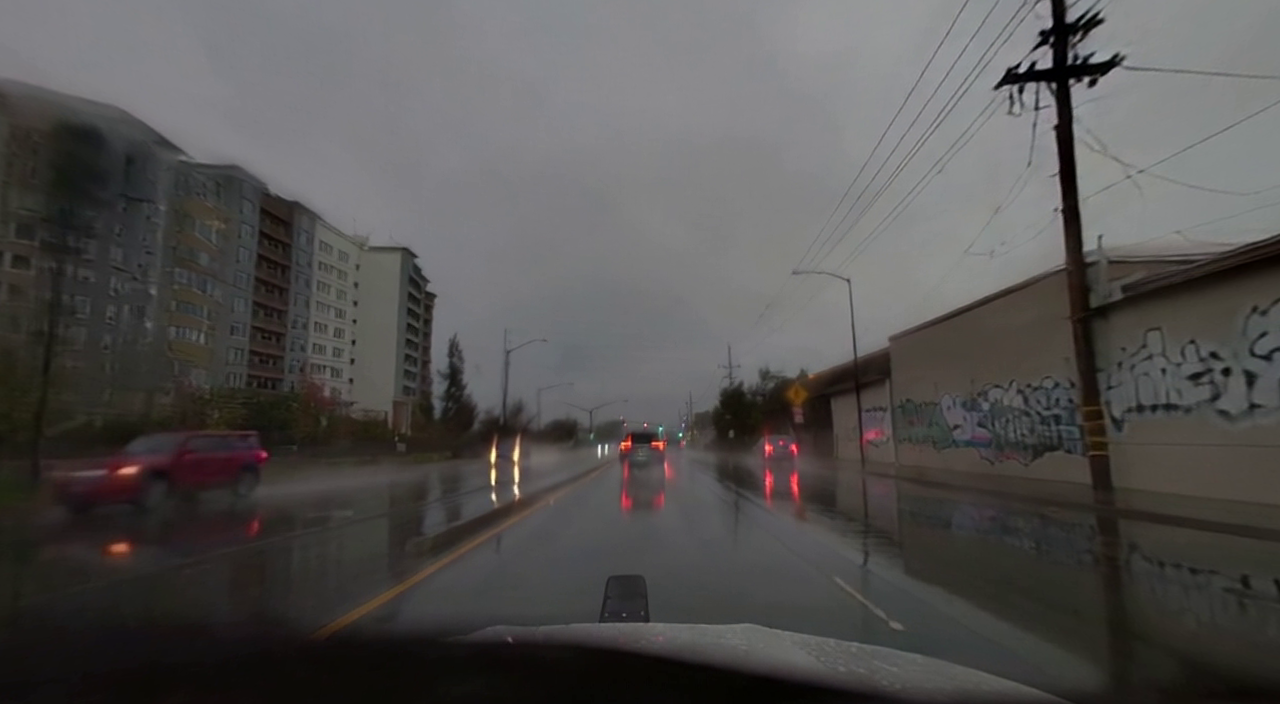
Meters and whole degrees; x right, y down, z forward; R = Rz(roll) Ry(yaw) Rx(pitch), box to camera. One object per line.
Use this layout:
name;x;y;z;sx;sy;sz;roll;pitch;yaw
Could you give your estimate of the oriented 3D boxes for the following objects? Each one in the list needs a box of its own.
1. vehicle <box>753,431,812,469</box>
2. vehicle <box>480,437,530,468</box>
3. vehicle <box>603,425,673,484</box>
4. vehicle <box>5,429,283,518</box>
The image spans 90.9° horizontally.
vehicle;7.002;4.850;31.493;1.952;1.749;4.311;0;-8;0
vehicle;-8.389;6.272;39.538;1.979;1.794;4.264;-1;-8;3
vehicle;-0.005;3.527;22.023;2.160;1.786;4.702;-1;-8;1
vehicle;-13.101;3.206;17.450;2.544;2.014;5.821;-1;-8;6
